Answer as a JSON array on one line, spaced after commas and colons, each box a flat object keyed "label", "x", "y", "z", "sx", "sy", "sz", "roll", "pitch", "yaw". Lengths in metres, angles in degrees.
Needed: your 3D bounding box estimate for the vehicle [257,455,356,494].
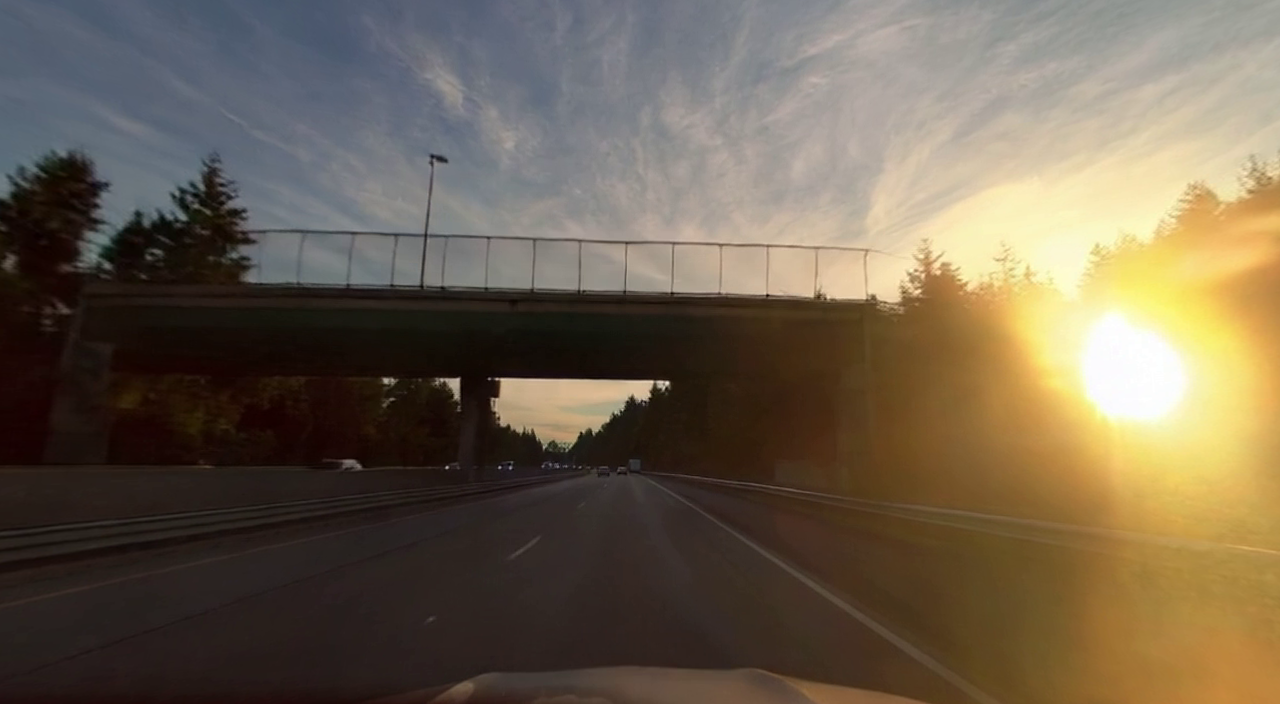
[{"label": "vehicle", "x": -13.799, "y": 5.115, "z": 26.412, "sx": 1.787, "sy": 1.449, "sz": 4.326, "roll": 1, "pitch": -11, "yaw": -1}]
